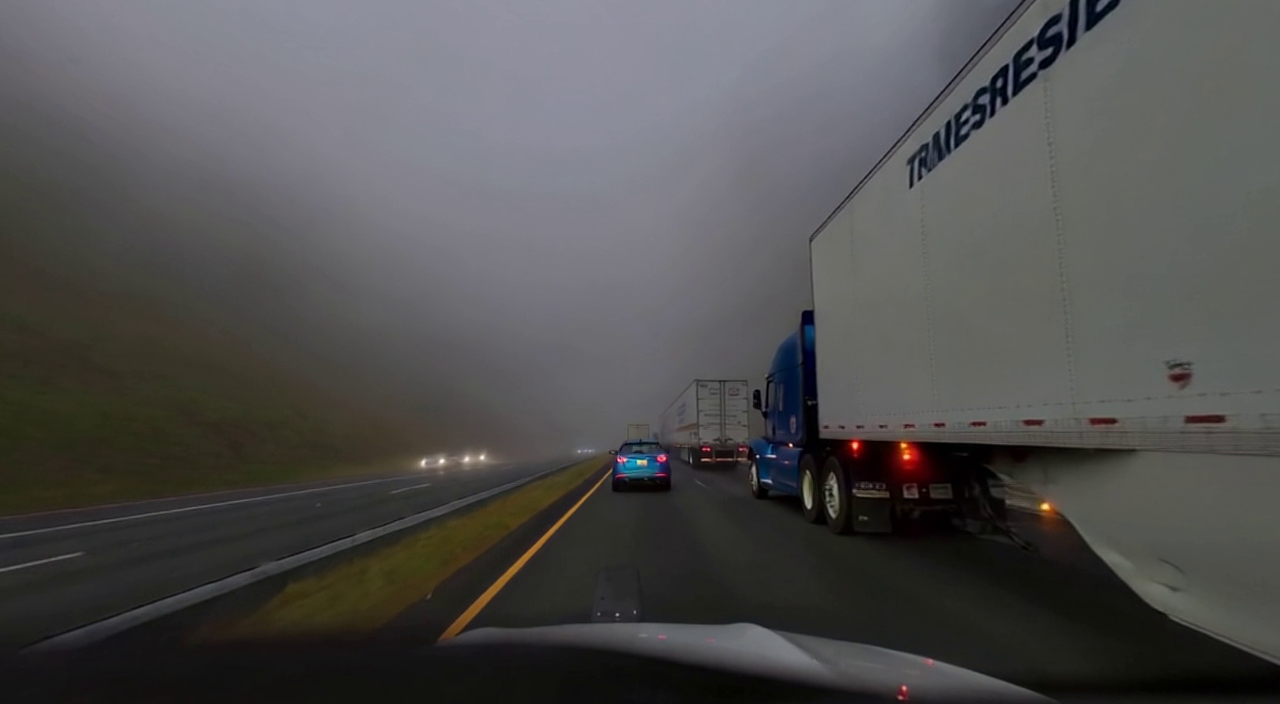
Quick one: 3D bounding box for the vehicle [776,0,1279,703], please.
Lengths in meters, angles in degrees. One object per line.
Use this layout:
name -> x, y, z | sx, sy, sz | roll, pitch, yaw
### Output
vehicle -> 4.339, -0.291, 4.048 | 3.410, 4.438, 14.410 | 0, -8, -1

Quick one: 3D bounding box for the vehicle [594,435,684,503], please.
vehicle -> -0.054, 2.927, 16.203 | 2.045, 1.507, 3.763 | -1, -8, -1

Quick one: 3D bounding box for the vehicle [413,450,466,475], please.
vehicle -> -13.902, 7.660, 43.886 | 2.046, 1.490, 4.634 | -1, -8, 2
